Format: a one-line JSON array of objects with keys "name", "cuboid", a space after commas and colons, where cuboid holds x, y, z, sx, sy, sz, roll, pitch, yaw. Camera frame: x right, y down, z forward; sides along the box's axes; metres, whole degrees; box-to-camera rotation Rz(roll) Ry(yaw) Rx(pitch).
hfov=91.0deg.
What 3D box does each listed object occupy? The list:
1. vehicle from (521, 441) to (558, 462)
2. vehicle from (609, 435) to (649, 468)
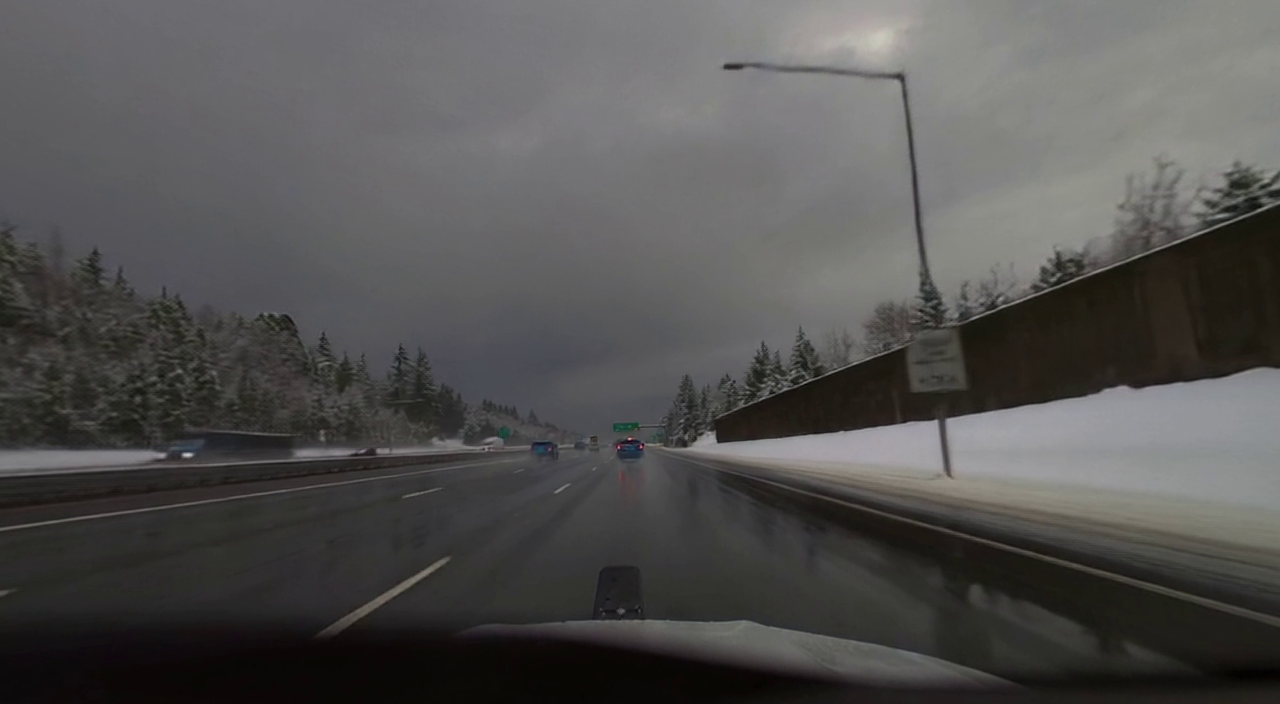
[{"name": "vehicle", "cuboid": [-7.544, 7.543, 47.854, 2.019, 1.523, 4.396, 0, -9, 1]}, {"name": "vehicle", "cuboid": [-0.562, 5.534, 35.141, 2.141, 1.706, 4.065, 0, -9, 0]}]
